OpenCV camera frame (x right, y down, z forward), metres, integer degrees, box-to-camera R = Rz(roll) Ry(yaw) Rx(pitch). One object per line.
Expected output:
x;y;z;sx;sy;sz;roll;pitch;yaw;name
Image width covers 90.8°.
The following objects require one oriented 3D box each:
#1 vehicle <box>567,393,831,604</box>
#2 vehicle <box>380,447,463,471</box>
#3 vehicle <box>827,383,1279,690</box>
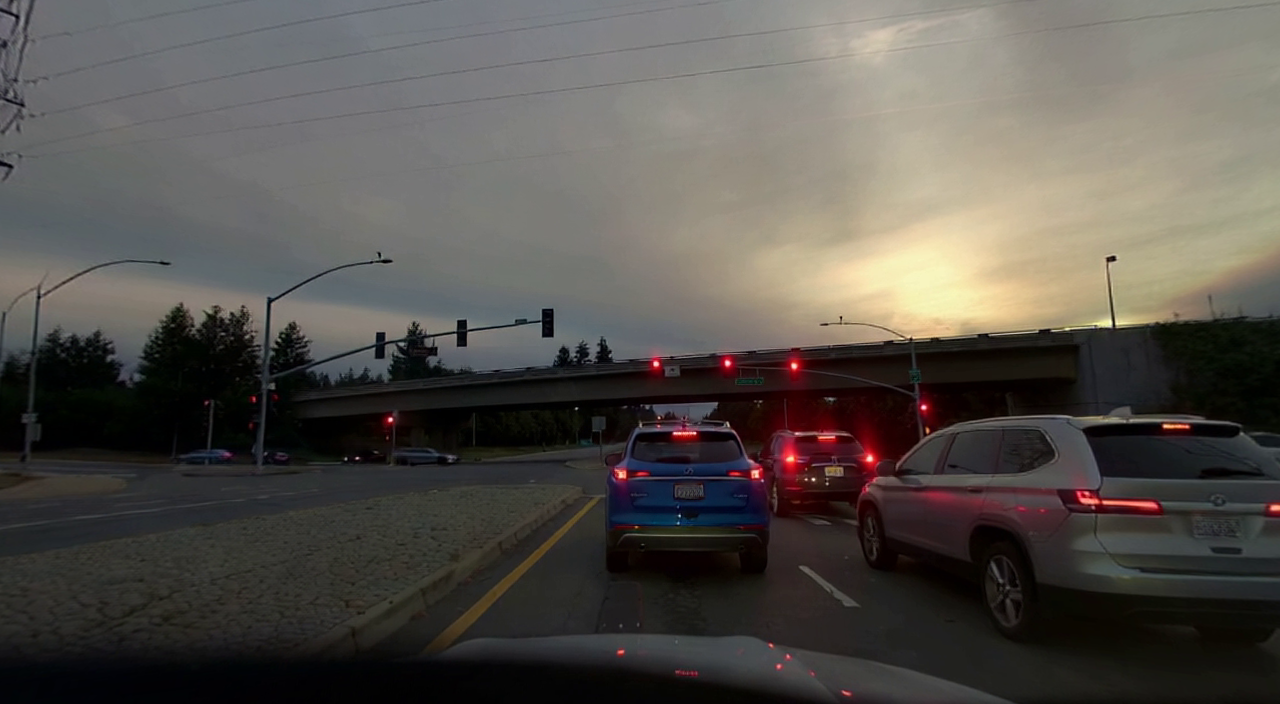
0.447;1.564;7.624;2.240;1.778;4.335;0;-8;-2;vehicle
-13.526;6.630;39.278;4.411;1.466;1.998;-1;-9;7;vehicle
3.409;1.336;5.795;1.990;1.649;4.625;0;-8;0;vehicle
